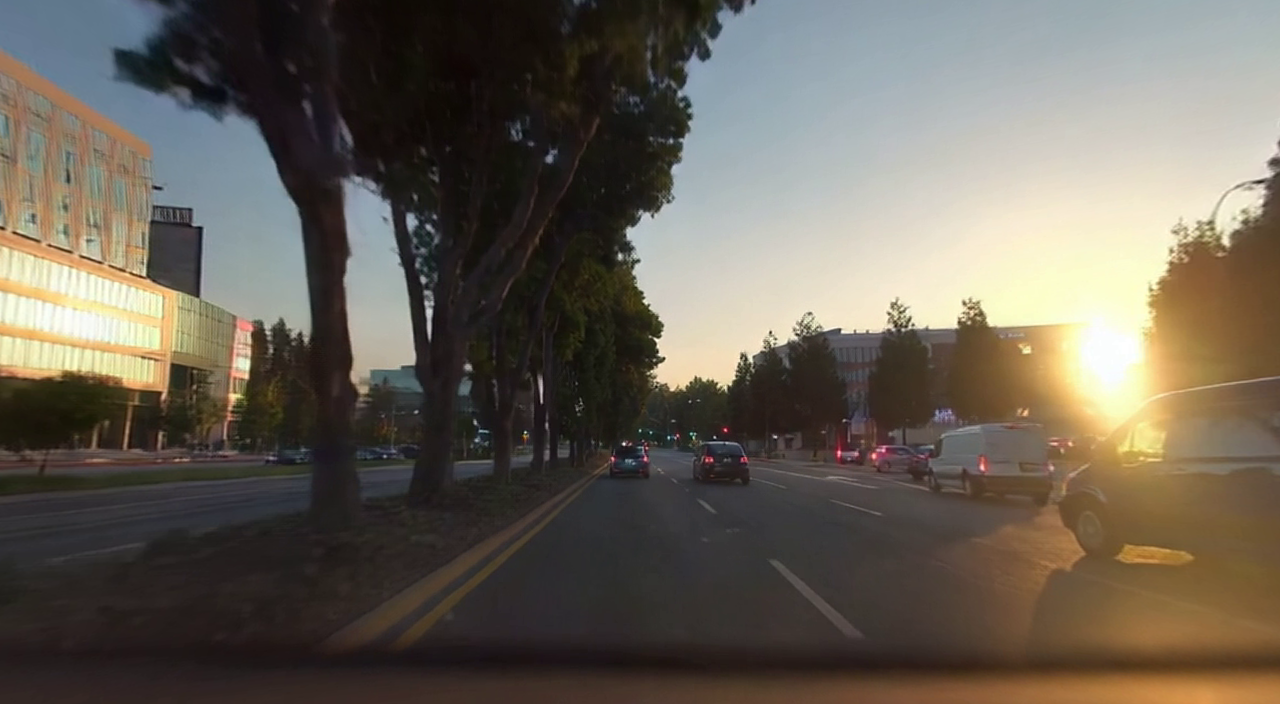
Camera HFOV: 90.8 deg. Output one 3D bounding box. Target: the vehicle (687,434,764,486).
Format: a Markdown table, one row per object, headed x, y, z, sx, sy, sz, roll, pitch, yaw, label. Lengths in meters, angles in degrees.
| x | y | z | sx | sy | sz | roll | pitch | yaw | label |
| --- | --- | --- | --- | --- | --- | --- | --- | --- | --- |
| 3.013 | 3.910 | 23.235 | 2.047 | 1.711 | 4.265 | 0 | -8 | -2 | vehicle |

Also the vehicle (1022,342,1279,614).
| x | y | z | sx | sy | sz | roll | pitch | yaw | label |
| --- | --- | --- | --- | --- | --- | --- | --- | --- | --- |
| 6.346 | 1.056 | 5.419 | 2.573 | 2.127 | 5.568 | 0 | -8 | -1 | vehicle |

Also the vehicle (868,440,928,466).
| x | y | z | sx | sy | sz | roll | pitch | yaw | label |
| --- | --- | --- | --- | --- | --- | --- | --- | --- | --- |
| 17.106 | 6.727 | 42.099 | 2.065 | 1.603 | 4.264 | 0 | -8 | -2 | vehicle |

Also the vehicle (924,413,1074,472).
| x | y | z | sx | sy | sz | roll | pitch | yaw | label |
| --- | --- | --- | --- | --- | --- | --- | --- | --- | --- |
| 17.667 | 4.489 | 31.362 | 5.907 | 2.777 | 2.431 | 0 | -8 | -2 | vehicle |

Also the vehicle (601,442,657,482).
| x | y | z | sx | sy | sz | roll | pitch | yaw | label |
| --- | --- | --- | --- | --- | --- | --- | --- | --- | --- |
| -0.434 | 4.407 | 25.664 | 2.095 | 1.456 | 3.873 | 0 | -8 | -1 | vehicle |
